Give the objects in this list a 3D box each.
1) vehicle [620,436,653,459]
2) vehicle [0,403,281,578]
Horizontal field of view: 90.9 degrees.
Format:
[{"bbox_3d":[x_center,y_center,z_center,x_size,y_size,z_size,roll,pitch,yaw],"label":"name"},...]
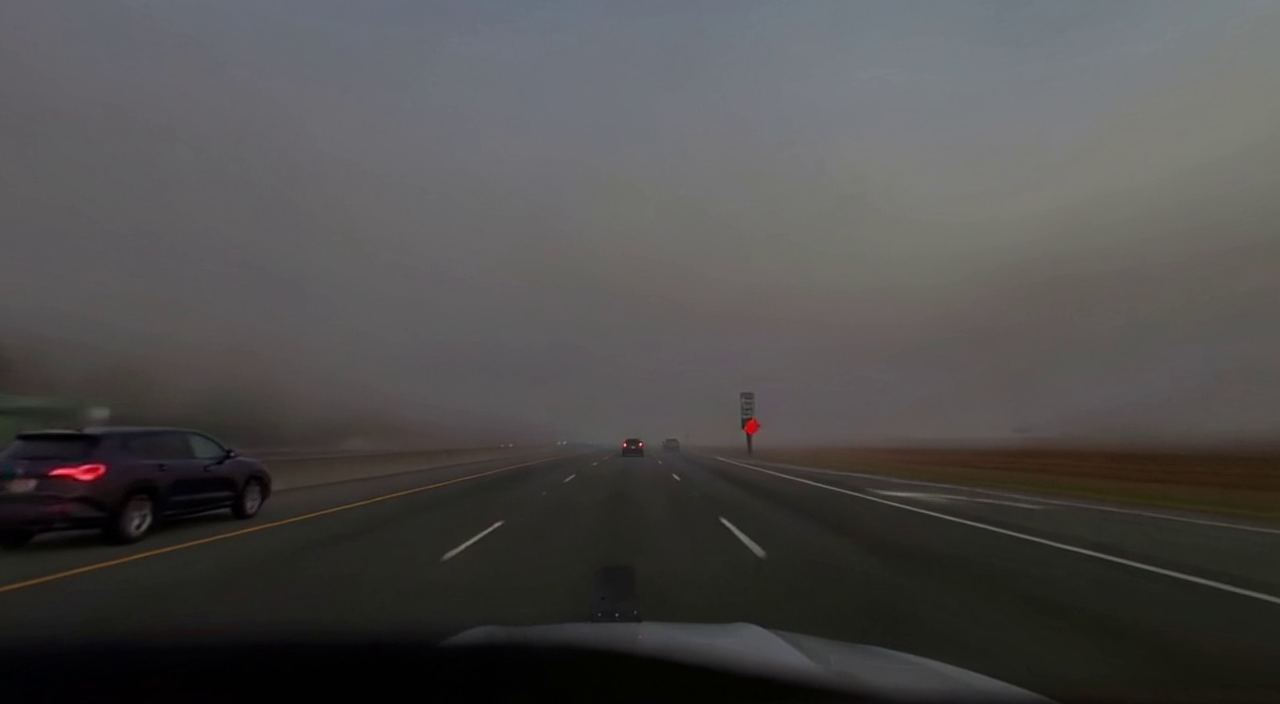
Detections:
[{"bbox_3d":[-0.260,6.438,42.636,2.140,1.475,3.969,0,-8,0],"label":"vehicle"},{"bbox_3d":[-6.803,1.572,8.012,1.939,1.601,4.338,0,-8,0],"label":"vehicle"}]
